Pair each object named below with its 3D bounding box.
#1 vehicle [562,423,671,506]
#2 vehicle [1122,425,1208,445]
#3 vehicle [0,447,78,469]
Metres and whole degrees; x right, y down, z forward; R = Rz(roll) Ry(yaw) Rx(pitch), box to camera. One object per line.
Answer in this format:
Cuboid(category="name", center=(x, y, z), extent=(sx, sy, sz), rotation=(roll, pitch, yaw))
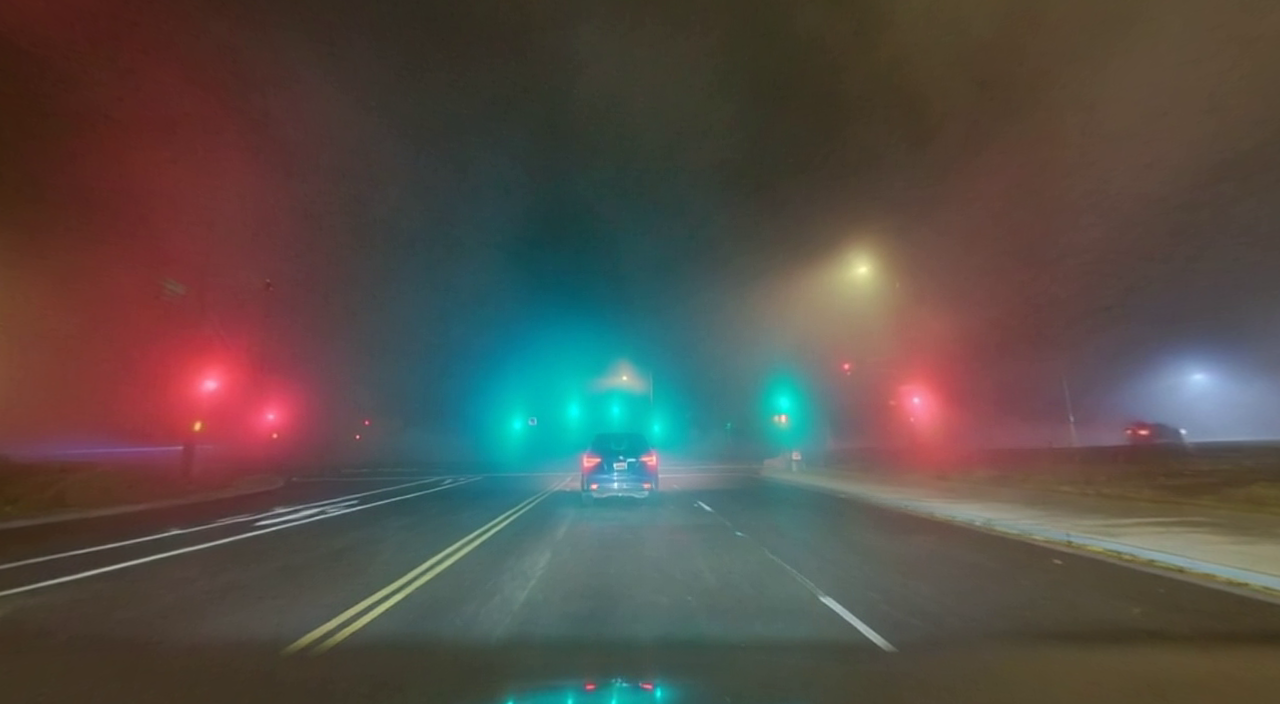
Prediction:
Cuboid(category="vehicle", center=(-0.523, 2.630, 15.174), extent=(2.218, 1.657, 4.551), rotation=(0, -8, -1))
Cuboid(category="vehicle", center=(40.034, 6.350, 48.191), extent=(4.926, 1.462, 1.803), rotation=(0, -8, -1))
Cuboid(category="vehicle", center=(-46.999, 8.265, 49.250), extent=(4.423, 1.625, 1.899), rotation=(0, -8, -2))
